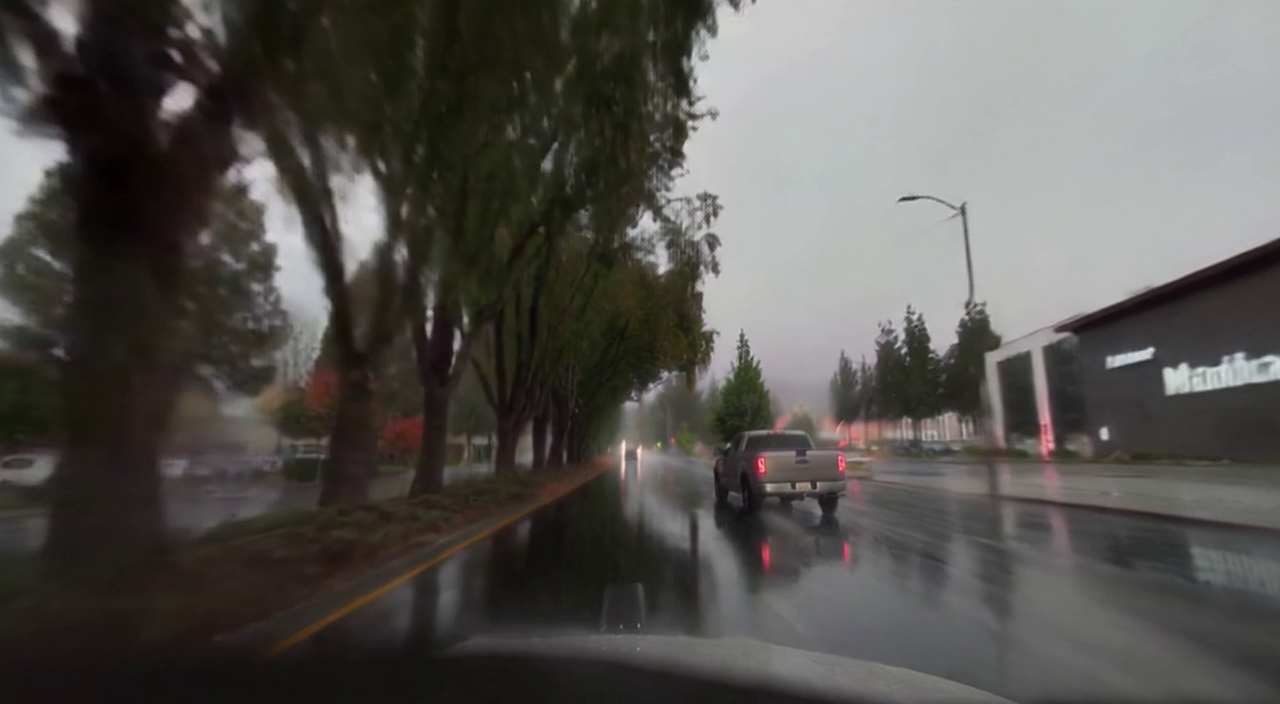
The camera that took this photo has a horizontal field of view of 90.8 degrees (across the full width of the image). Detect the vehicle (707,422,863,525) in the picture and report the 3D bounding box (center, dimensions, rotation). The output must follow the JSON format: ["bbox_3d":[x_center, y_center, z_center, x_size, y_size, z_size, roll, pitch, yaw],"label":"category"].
[{"bbox_3d":[2.899,2.586,14.071,2.138,1.836,5.245,0,-9,-1],"label":"vehicle"}]

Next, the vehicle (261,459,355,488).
[{"bbox_3d":[-22.477,8.229,42.914,5.074,1.804,2.283,-1,-9,3],"label":"vehicle"}]

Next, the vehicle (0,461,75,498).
[{"bbox_3d":[-29.719,6.022,29.975,3.749,1.600,2.011,0,-9,-2],"label":"vehicle"}]
